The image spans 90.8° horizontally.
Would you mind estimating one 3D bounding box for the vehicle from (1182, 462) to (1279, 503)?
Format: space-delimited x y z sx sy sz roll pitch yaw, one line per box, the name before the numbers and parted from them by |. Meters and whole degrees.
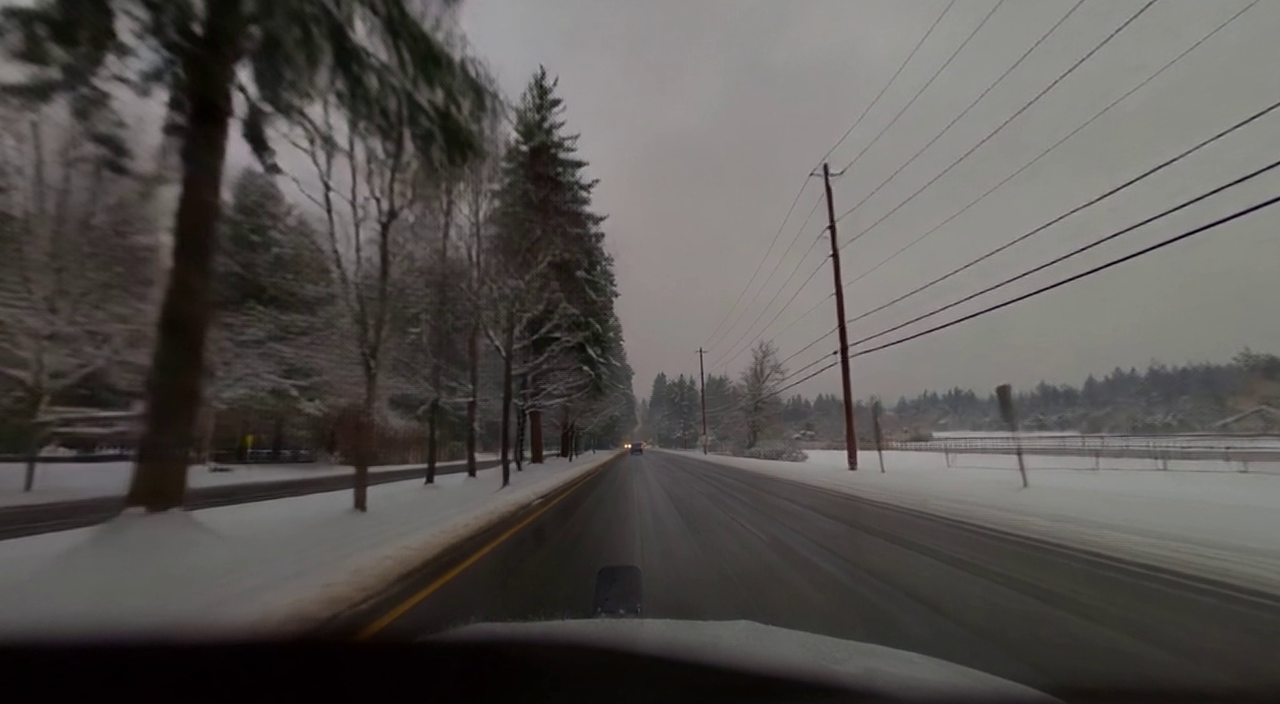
vehicle | 23.920 5.037 24.563 3.911 1.449 1.773 -1 -9 4
